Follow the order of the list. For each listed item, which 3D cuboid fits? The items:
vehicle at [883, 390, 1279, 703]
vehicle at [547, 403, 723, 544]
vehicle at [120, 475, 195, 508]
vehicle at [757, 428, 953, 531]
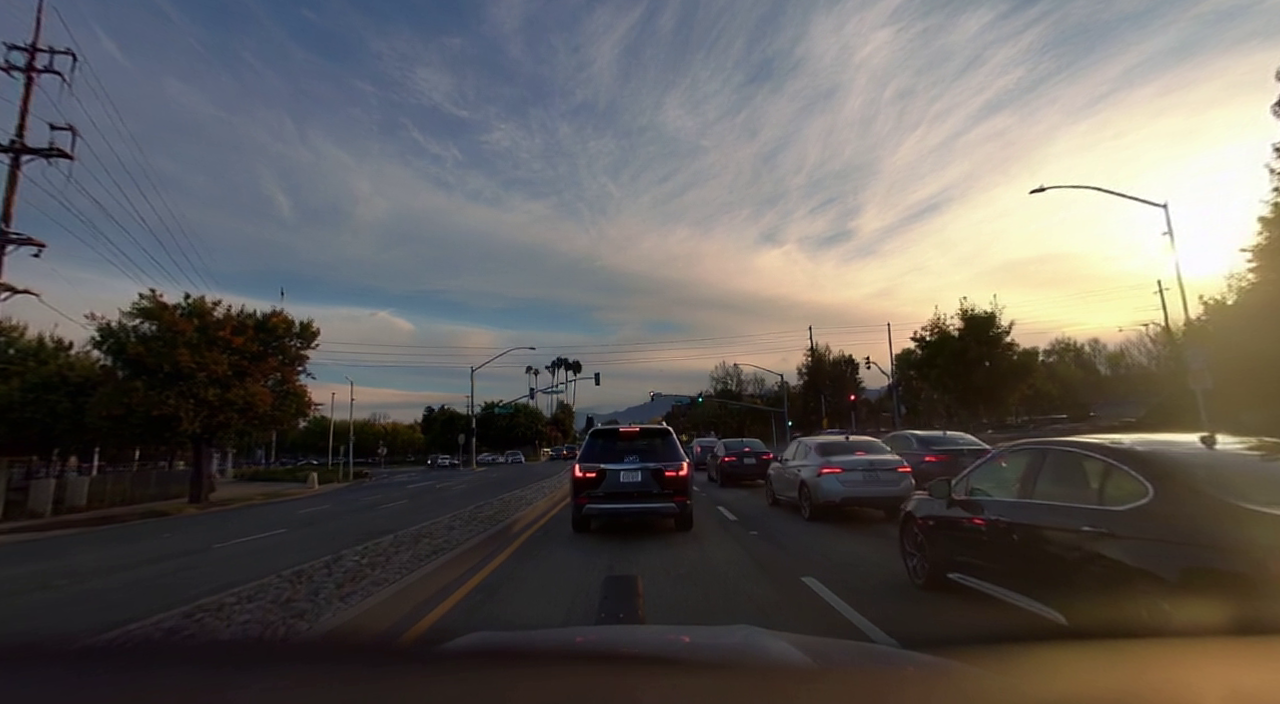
[{"bbox_3d":[3.308,1.079,3.657,1.984,1.462,4.513,0,-9,0],"label":"vehicle"},{"bbox_3d":[-0.114,1.908,10.470,2.300,1.821,4.254,0,-9,-1],"label":"vehicle"},{"bbox_3d":[-26.217,7.537,34.315,3.826,1.522,1.741,-5,-9,30],"label":"vehicle"},{"bbox_3d":[3.538,2.190,11.444,1.952,1.477,4.417,0,-9,-1],"label":"vehicle"}]
